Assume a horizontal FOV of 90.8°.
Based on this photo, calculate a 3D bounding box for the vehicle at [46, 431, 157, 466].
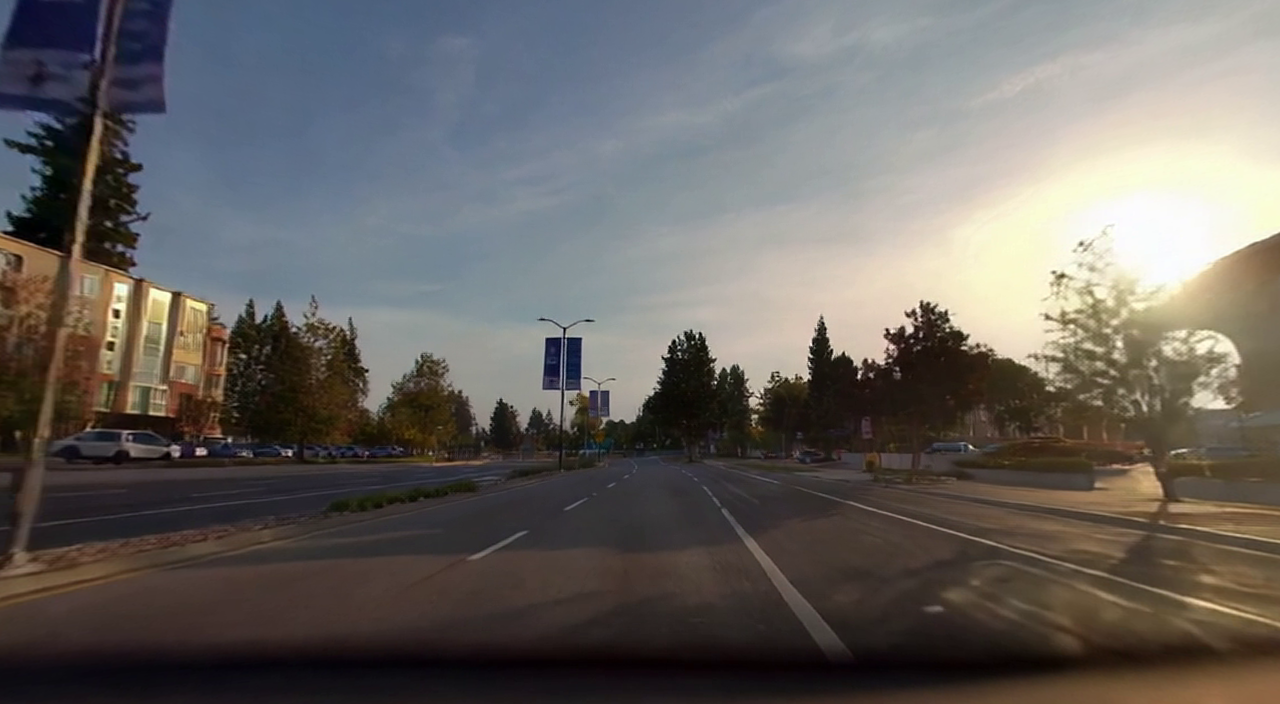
[{"bbox_3d":[-32.918,5.926,38.778,4.579,1.962,2.161,1,-9,-16],"label":"vehicle"}]
